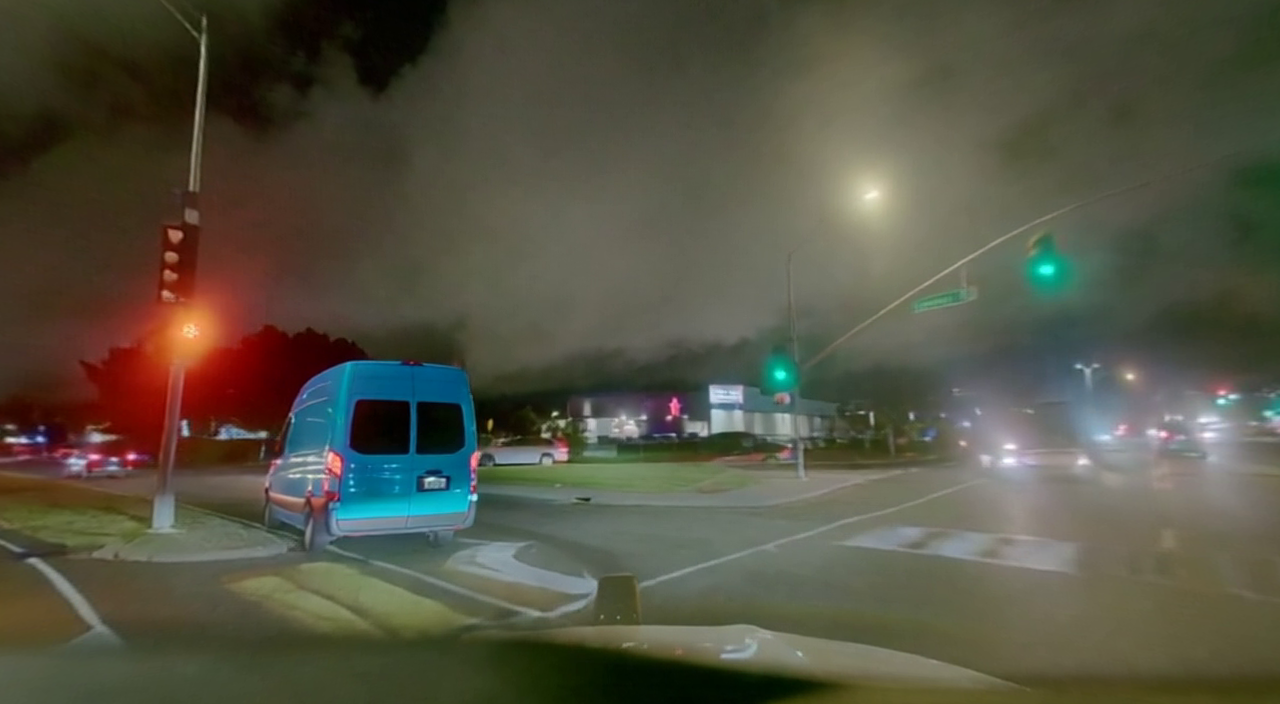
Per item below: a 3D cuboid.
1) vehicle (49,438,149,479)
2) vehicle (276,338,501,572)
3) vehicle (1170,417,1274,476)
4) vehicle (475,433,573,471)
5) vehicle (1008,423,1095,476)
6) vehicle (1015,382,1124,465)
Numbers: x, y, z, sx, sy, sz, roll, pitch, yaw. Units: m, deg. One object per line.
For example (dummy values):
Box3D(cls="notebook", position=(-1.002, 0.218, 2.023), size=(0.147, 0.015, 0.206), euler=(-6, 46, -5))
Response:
Box3D(cls="vehicle", position=(-22.164, 4.303, 25.607), size=(4.457, 1.533, 1.933), euler=(-6, -10, 35))
Box3D(cls="vehicle", position=(-4.370, 1.575, 10.147), size=(2.432, 2.624, 5.670), euler=(5, -10, -30))
Box3D(cls="vehicle", position=(17.849, 2.922, 19.411), size=(1.948, 1.613, 3.879), euler=(-7, -10, 38))
Box3D(cls="vehicle", position=(-5.095, 4.435, 27.883), size=(4.109, 1.592, 2.008), euler=(1, -9, -8))
Box3D(cls="vehicle", position=(14.140, 3.297, 21.417), size=(2.017, 1.599, 4.436), euler=(-7, -10, 37))
Box3D(cls="vehicle", position=(21.605, 3.687, 30.989), size=(3.158, 3.294, 13.584), euler=(-6, -10, 38))
